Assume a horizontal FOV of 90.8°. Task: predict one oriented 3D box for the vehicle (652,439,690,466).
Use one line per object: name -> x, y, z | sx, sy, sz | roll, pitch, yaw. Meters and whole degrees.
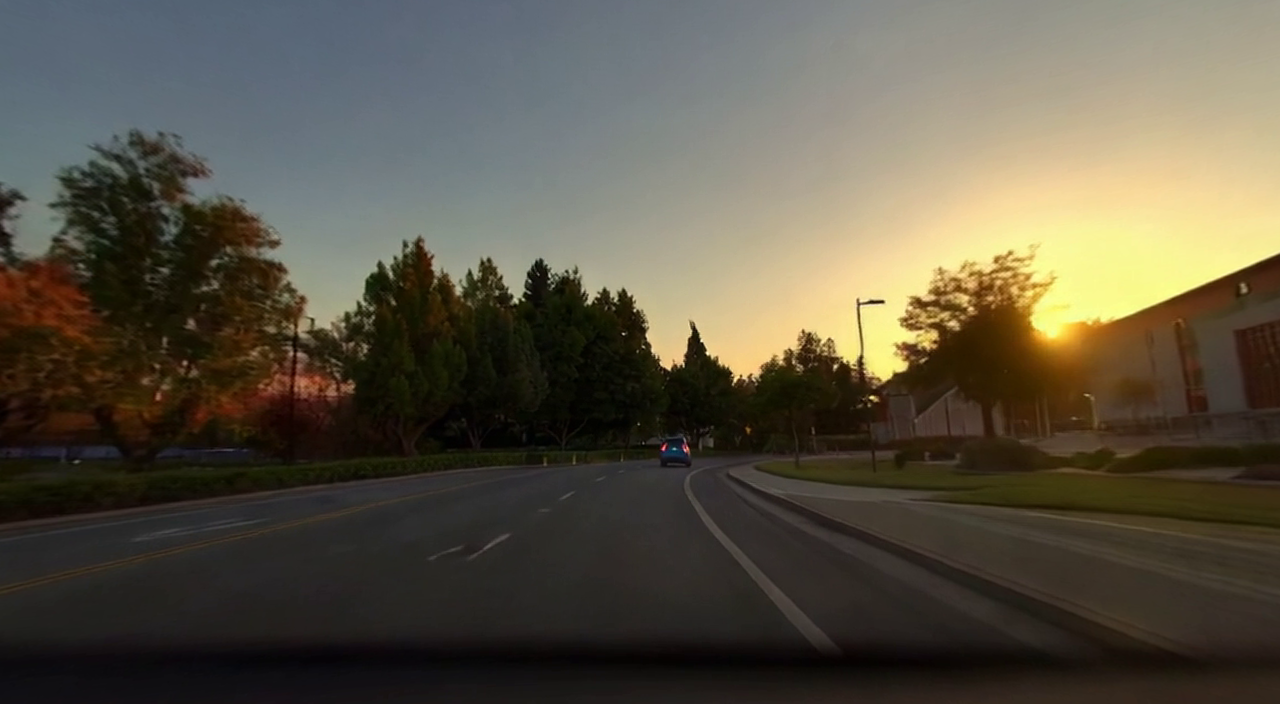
vehicle -> 2.215, 7.060, 44.399 | 2.370, 1.781, 4.440 | -1, -9, 6
